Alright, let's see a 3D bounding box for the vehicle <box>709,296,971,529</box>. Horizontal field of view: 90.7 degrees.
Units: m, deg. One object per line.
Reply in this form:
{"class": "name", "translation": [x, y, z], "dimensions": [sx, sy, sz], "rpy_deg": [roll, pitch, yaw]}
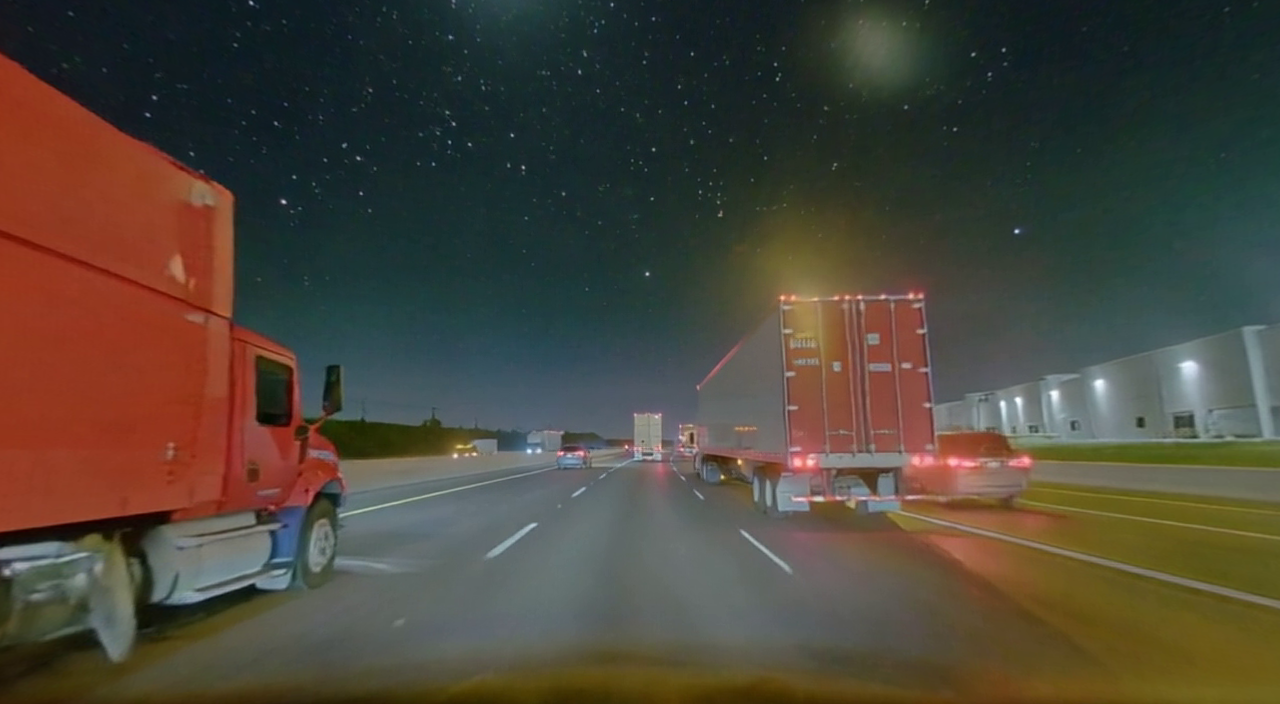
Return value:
{"class": "vehicle", "translation": [4.092, 1.970, 17.439], "dimensions": [2.951, 3.974, 13.340], "rpy_deg": [-1, -8, 1]}

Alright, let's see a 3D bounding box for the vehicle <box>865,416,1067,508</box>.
{"class": "vehicle", "translation": [7.977, 2.776, 16.415], "dimensions": [2.216, 1.918, 5.742], "rpy_deg": [1, -9, 0]}

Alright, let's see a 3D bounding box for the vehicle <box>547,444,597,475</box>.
{"class": "vehicle", "translation": [-3.430, 5.493, 32.636], "dimensions": [2.024, 1.472, 4.014], "rpy_deg": [-1, -8, 1]}

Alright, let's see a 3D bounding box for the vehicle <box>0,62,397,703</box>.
{"class": "vehicle", "translation": [-3.783, 0.406, 3.078], "dimensions": [2.557, 2.855, 6.674], "rpy_deg": [0, -9, 0]}
